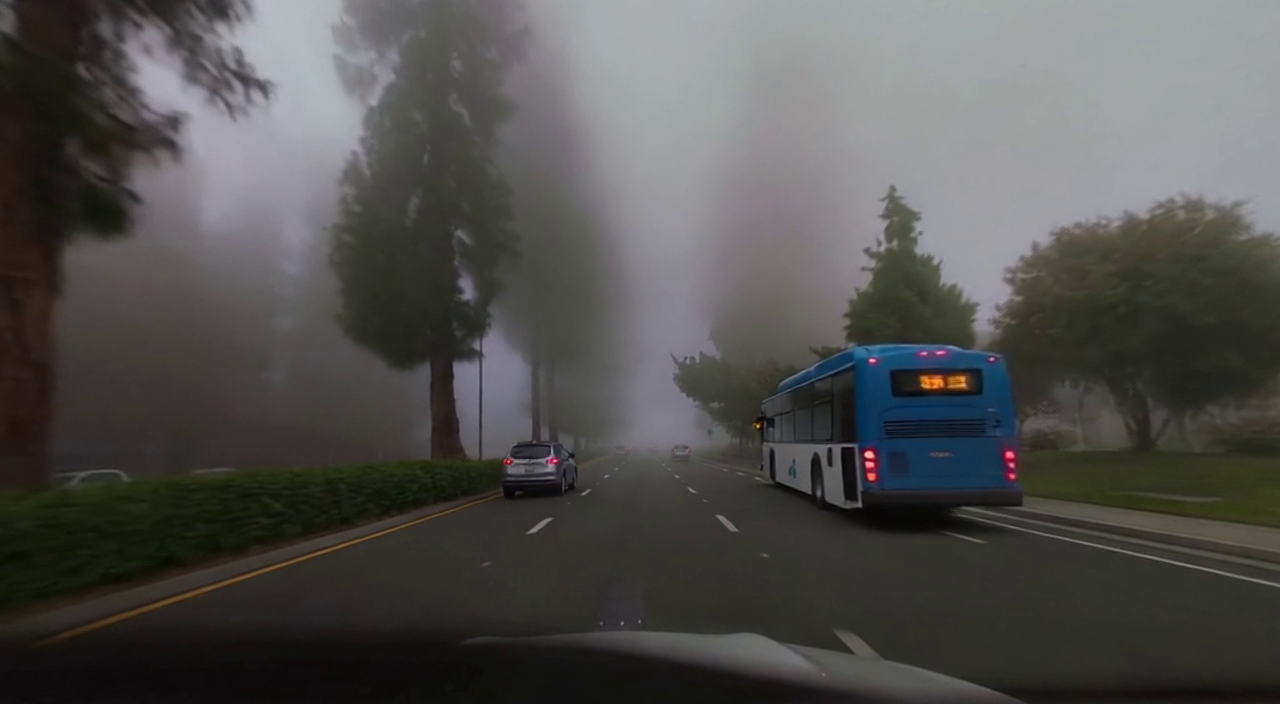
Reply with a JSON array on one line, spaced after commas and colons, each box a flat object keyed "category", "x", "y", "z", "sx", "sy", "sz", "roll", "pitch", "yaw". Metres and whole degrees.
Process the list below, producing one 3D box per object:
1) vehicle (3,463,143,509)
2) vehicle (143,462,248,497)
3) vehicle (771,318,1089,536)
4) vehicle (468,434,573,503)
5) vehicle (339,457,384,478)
[{"category": "vehicle", "x": -22.161, "y": 5.207, "z": 24.763, "sx": 1.781, "sy": 1.553, "sz": 3.896, "roll": 0, "pitch": -8, "yaw": 2}, {"category": "vehicle", "x": -22.123, "y": 6.341, "z": 31.491, "sx": 1.797, "sy": 1.481, "sz": 4.750, "roll": 0, "pitch": -8, "yaw": 0}, {"category": "vehicle", "x": 5.671, "y": 2.036, "z": 15.902, "sx": 3.072, "sy": 3.278, "sz": 12.747, "roll": -1, "pitch": -8, "yaw": 5}, {"category": "vehicle", "x": -3.332, "y": 3.329, "z": 18.435, "sx": 2.111, "sy": 1.767, "sz": 4.333, "roll": 0, "pitch": -8, "yaw": 1}, {"category": "vehicle", "x": -22.059, "y": 9.134, "z": 49.858, "sx": 1.774, "sy": 1.485, "sz": 3.867, "roll": 0, "pitch": -8, "yaw": 1}]
